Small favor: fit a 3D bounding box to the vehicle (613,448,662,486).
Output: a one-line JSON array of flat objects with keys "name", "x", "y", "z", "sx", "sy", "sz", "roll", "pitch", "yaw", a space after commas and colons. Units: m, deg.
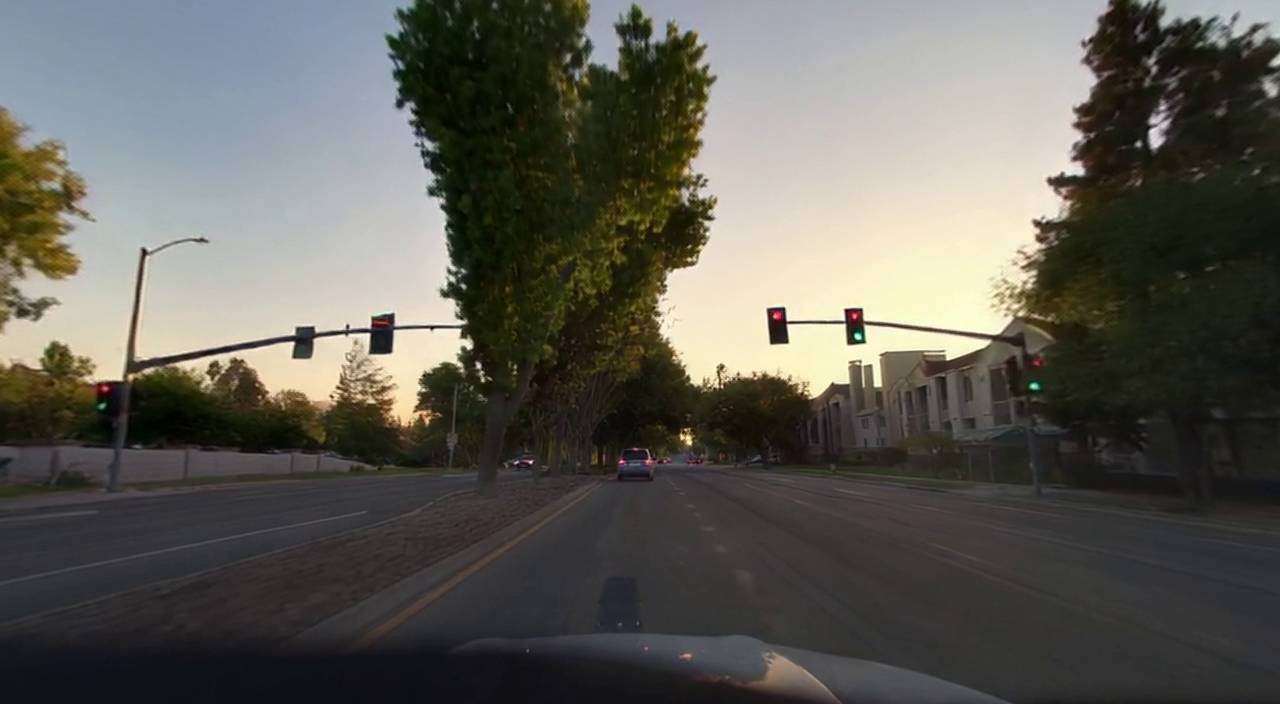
[{"name": "vehicle", "x": -0.073, "y": 5.284, "z": 29.295, "sx": 2.093, "sy": 1.591, "sz": 4.247, "roll": 0, "pitch": -9, "yaw": 1}]
